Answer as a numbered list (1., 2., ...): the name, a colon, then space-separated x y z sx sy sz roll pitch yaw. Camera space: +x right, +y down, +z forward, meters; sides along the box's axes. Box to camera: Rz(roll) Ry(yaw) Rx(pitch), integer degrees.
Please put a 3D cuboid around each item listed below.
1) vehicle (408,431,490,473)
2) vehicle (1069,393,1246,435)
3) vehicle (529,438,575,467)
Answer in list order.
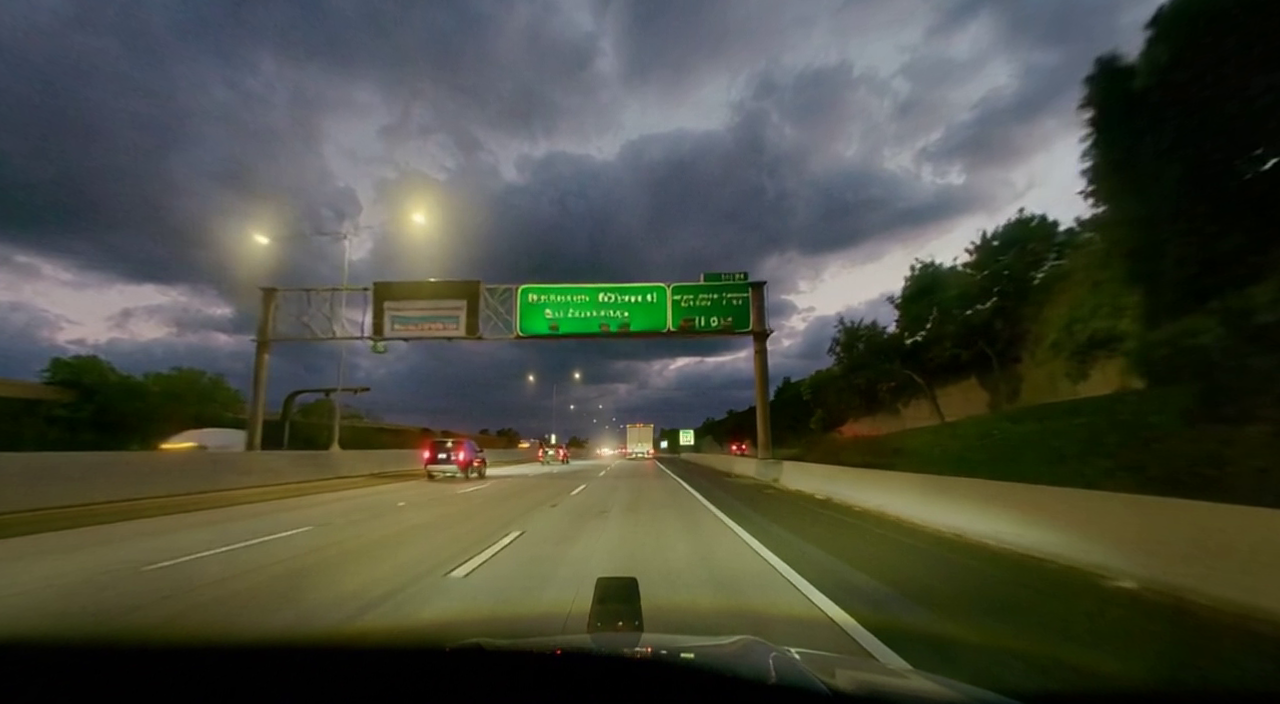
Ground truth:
1. vehicle: -10.620 5.661 35.739 2.571 2.169 6.443 0 -9 1
2. vehicle: 25.177 3.163 31.043 2.401 1.540 6.222 3 -11 -24
3. vehicle: -6.433 7.418 46.744 2.502 1.997 5.697 0 -9 0
